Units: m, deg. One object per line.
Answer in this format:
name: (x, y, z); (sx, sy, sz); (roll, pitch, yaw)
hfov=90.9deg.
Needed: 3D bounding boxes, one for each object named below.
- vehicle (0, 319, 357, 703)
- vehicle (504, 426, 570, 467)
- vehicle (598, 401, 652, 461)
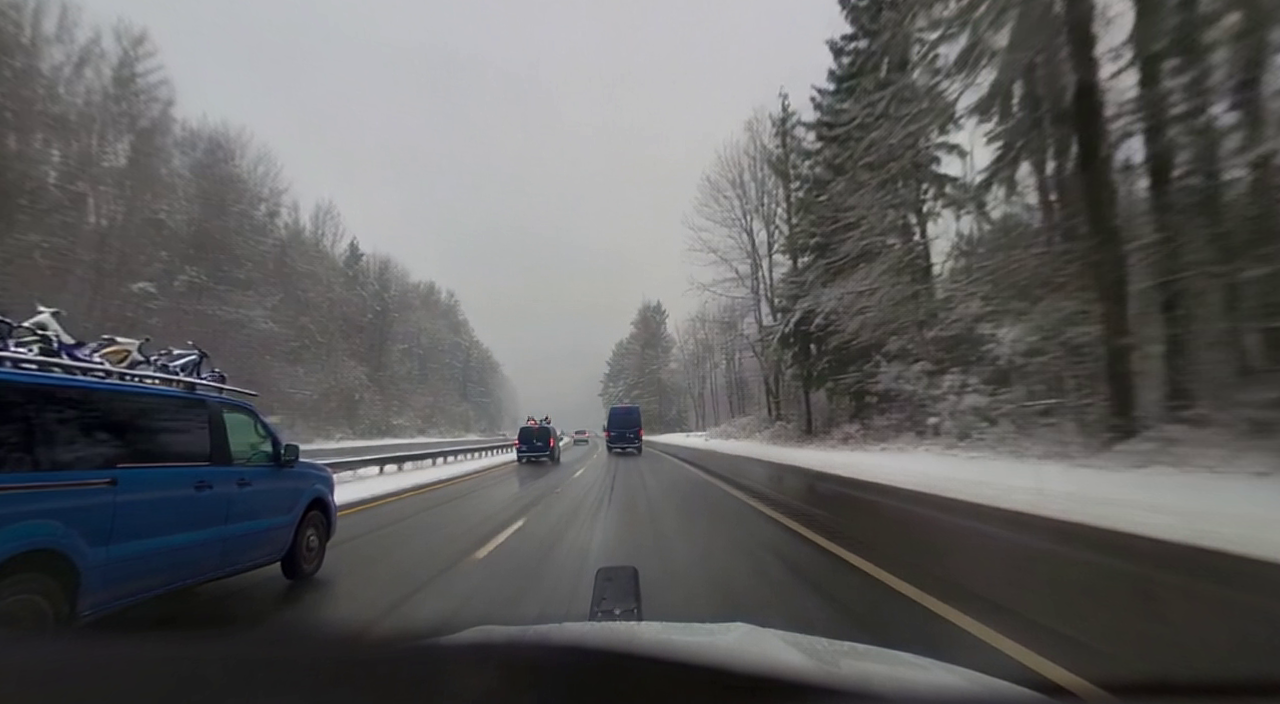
vehicle: (-3.696, 0.881, 3.570); (2.069, 1.751, 4.720); (0, -8, -1)
vehicle: (-4.333, 4.058, 27.236); (2.110, 1.636, 4.453); (0, -8, -1)
vehicle: (-0.860, 4.313, 34.122); (2.647, 2.896, 6.480); (0, -8, -2)
